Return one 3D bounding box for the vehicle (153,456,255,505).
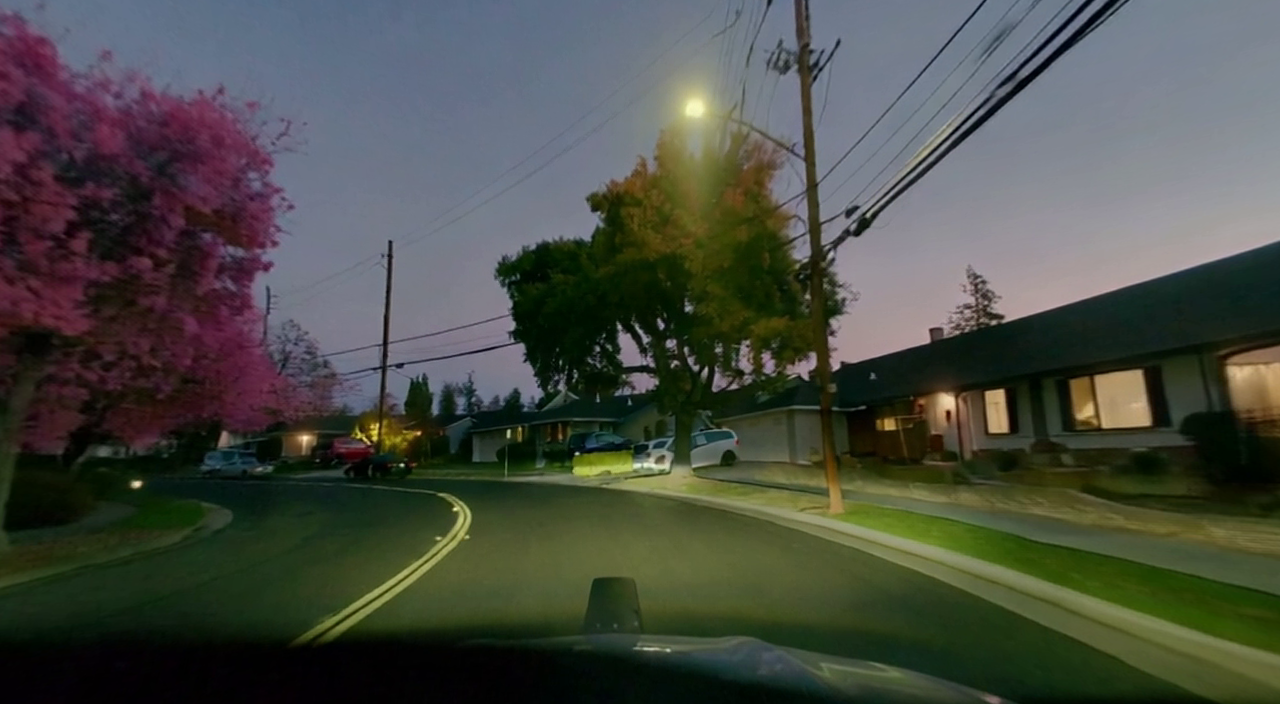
[{"bbox_3d":[-16.785,4.860,24.288,3.897,1.493,1.942,-5,-7,35],"label":"vehicle"}]

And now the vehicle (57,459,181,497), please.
[{"bbox_3d":[-22.973,5.547,27.894,4.348,1.440,2.040,-4,-9,17],"label":"vehicle"}]

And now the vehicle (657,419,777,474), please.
[{"bbox_3d":[3.201,3.880,26.151,4.459,1.738,1.930,-2,-7,-27],"label":"vehicle"}]

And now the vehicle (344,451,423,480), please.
[{"bbox_3d":[-13.934,6.113,34.299,4.019,1.484,1.978,-6,-11,34],"label":"vehicle"}]

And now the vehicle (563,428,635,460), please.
[{"bbox_3d":[-2.423,5.625,38.648,2.043,1.819,4.476,-6,-11,34],"label":"vehicle"}]
